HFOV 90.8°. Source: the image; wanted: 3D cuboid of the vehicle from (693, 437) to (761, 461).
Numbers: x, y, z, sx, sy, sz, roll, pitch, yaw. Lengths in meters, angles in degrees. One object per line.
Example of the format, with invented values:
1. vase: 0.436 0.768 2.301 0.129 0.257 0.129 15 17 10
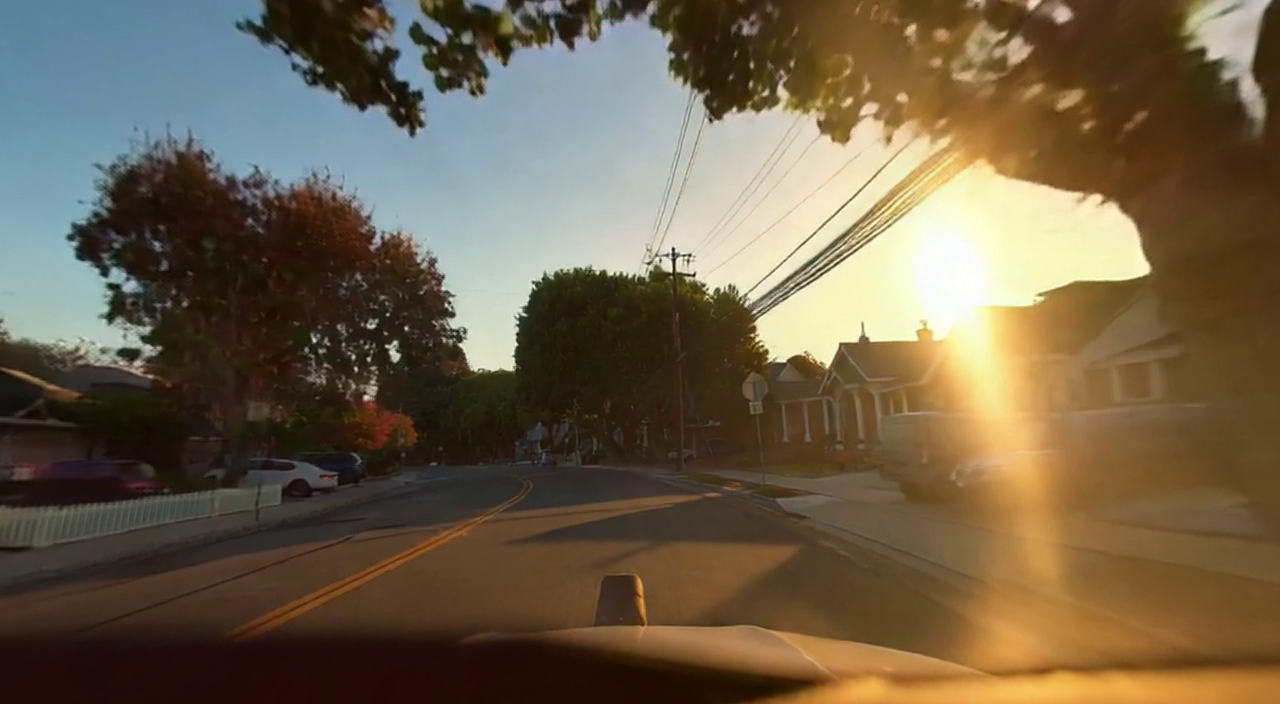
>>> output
1. vehicle: 6.189 6.972 45.377 4.566 1.623 1.906 0 -9 -2

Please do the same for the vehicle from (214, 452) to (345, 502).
1. vehicle: -12.475 4.300 22.242 2.390 1.431 4.253 0 -8 -5

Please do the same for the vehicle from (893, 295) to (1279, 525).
1. vehicle: 8.390 0.885 10.486 7.115 3.010 2.378 -4 -8 -4
